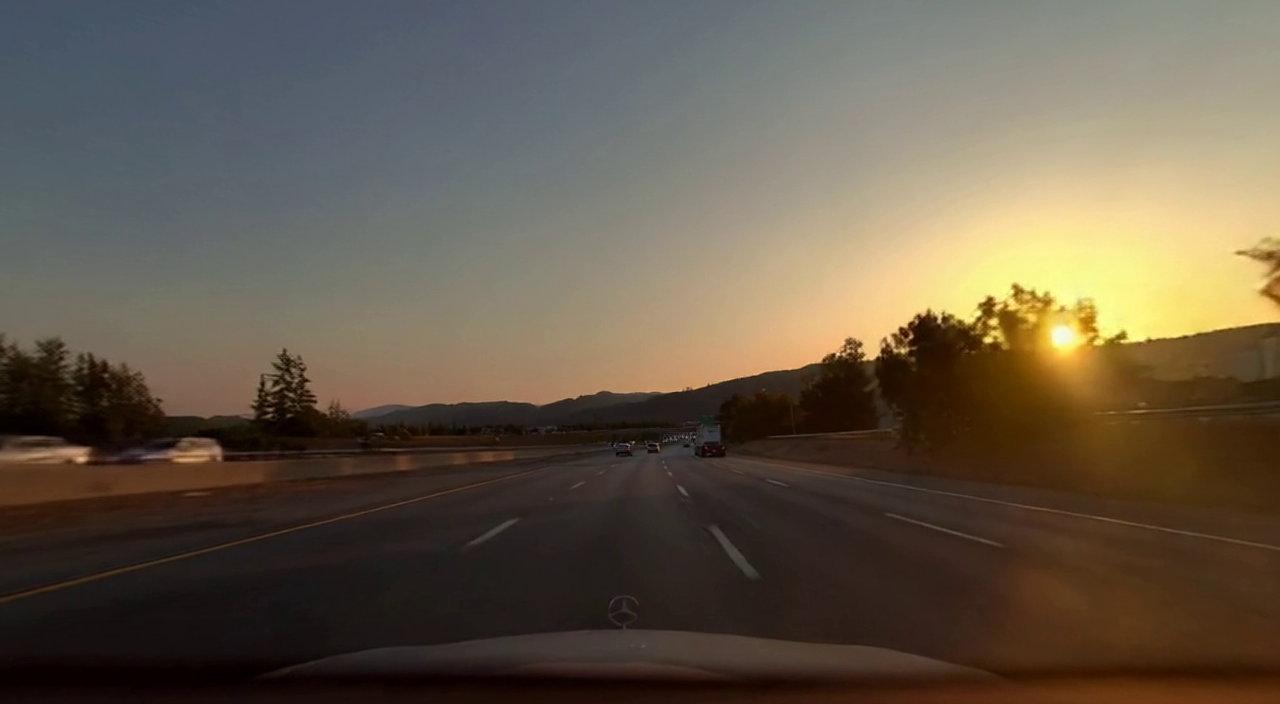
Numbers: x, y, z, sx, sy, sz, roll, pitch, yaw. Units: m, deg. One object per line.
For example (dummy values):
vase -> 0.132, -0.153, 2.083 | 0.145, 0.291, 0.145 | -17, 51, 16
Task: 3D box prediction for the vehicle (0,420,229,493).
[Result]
vehicle -> -24.591, 4.512, 27.664 | 2.884, 2.602, 15.297 | 0, -8, 1
